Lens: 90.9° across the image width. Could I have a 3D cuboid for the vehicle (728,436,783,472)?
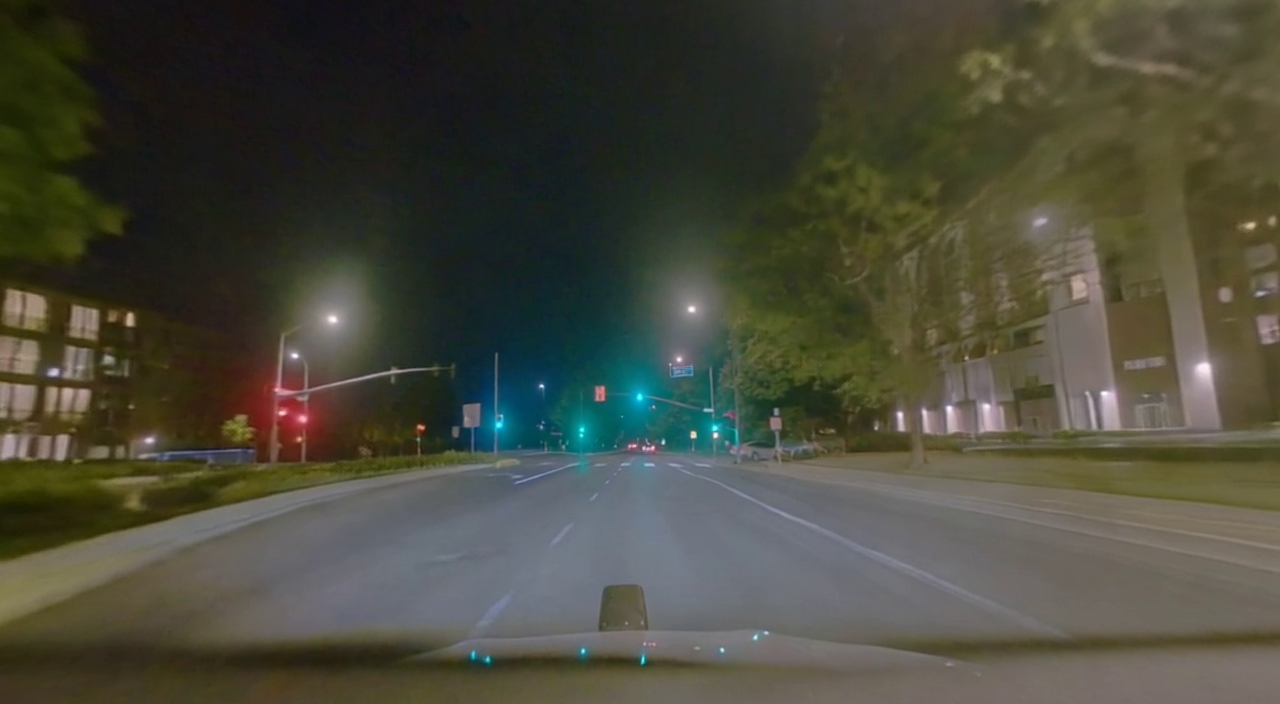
[{"bbox_3d":[6.203,5.555,34.538,2.094,1.766,4.792,0,-9,0],"label":"vehicle"}]
